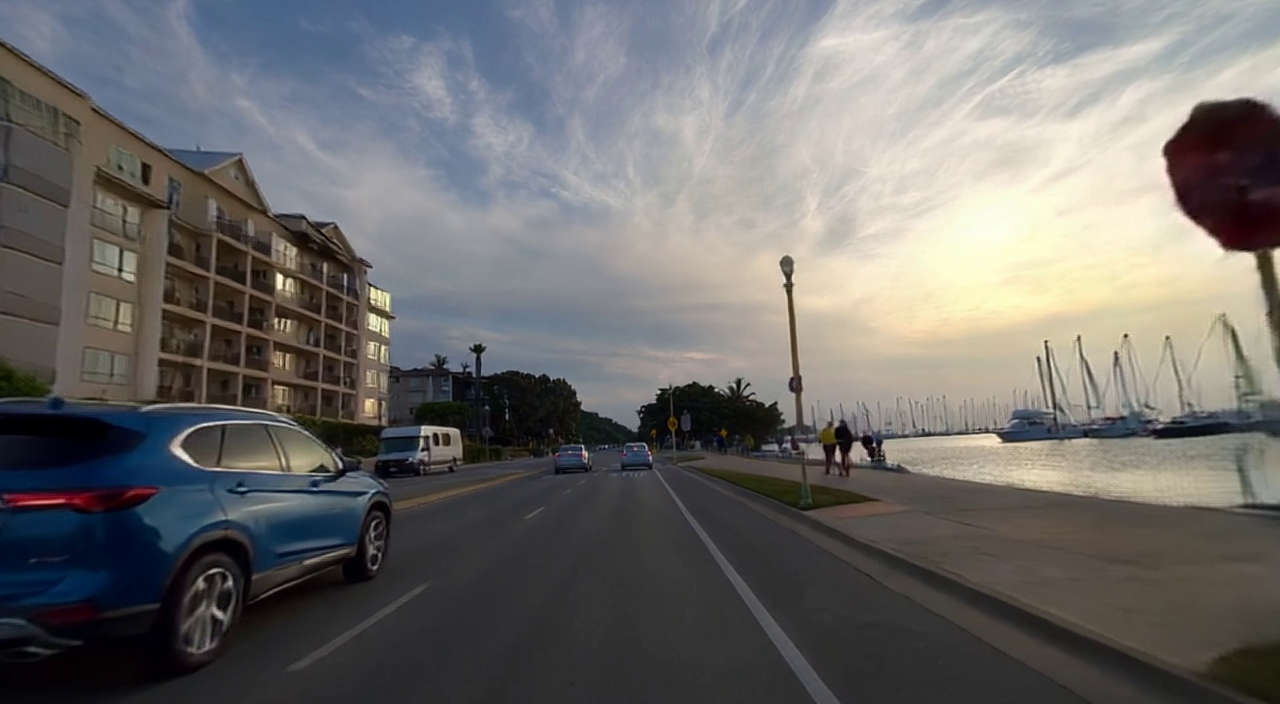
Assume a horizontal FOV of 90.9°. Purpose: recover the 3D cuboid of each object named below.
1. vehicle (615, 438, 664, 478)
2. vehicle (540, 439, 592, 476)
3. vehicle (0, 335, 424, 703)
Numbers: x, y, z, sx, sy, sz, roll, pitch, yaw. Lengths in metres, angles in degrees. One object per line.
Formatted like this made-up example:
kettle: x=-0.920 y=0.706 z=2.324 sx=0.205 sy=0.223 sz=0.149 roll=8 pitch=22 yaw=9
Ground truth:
vehicle: x=-0.026 y=4.711 z=28.106 sx=2.057 sy=1.624 sz=3.726 roll=0 pitch=-9 yaw=0
vehicle: x=-3.609 y=5.266 z=31.568 sx=2.056 sy=1.680 sz=4.205 roll=0 pitch=-9 yaw=1
vehicle: x=-3.565 y=1.196 z=4.883 sx=2.082 sy=1.817 sz=4.724 roll=0 pitch=-9 yaw=0
